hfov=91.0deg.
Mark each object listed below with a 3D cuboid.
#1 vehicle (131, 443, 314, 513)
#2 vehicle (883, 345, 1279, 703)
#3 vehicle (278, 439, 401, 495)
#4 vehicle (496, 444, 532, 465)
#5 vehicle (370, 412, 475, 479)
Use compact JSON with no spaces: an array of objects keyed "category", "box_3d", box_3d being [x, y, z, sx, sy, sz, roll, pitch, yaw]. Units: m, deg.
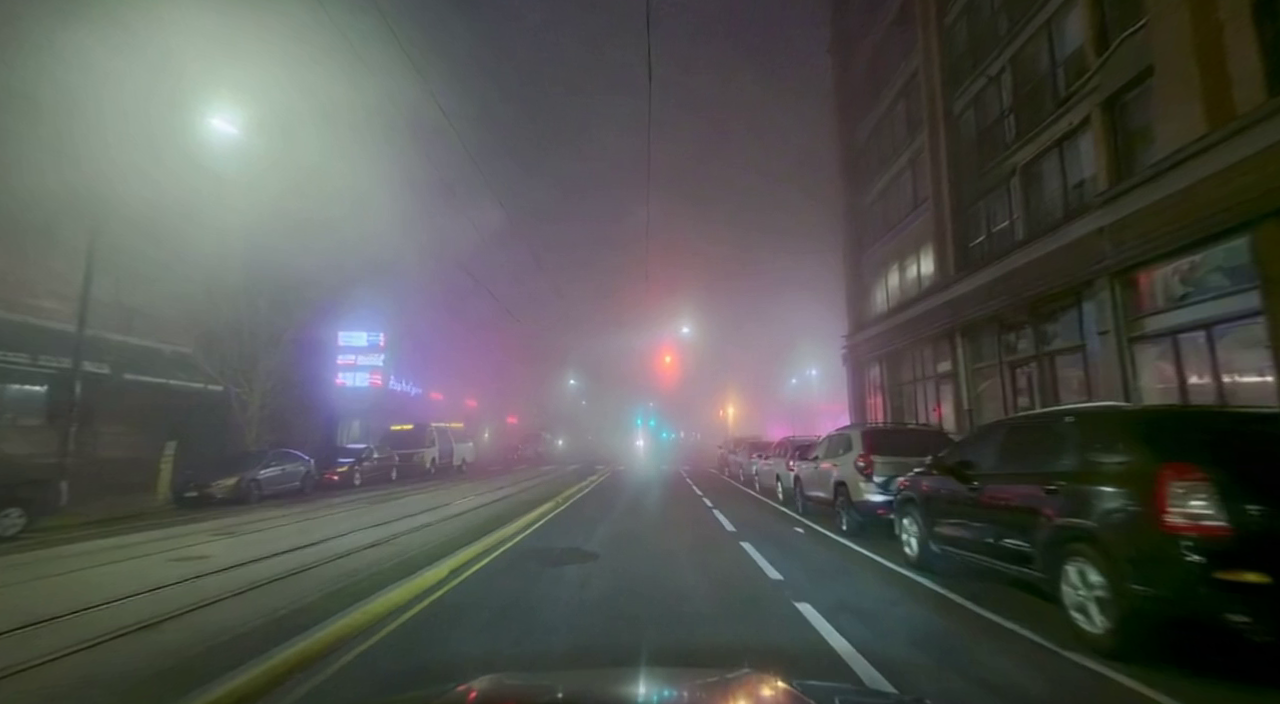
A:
[{"category":"vehicle","box_3d":[-10.192,3.043,15.789,1.841,1.488,3.852,0,-8,2]},{"category":"vehicle","box_3d":[3.591,1.087,4.563,1.879,1.645,4.461,0,-8,0]},{"category":"vehicle","box_3d":[-9.914,3.784,21.241,1.837,1.668,4.354,-1,-8,3]},{"category":"vehicle","box_3d":[-9.460,7.719,47.495,1.897,1.464,4.209,0,-8,-1]},{"category":"vehicle","box_3d":[-9.897,4.394,29.465,2.291,2.745,6.492,0,-9,3]}]
